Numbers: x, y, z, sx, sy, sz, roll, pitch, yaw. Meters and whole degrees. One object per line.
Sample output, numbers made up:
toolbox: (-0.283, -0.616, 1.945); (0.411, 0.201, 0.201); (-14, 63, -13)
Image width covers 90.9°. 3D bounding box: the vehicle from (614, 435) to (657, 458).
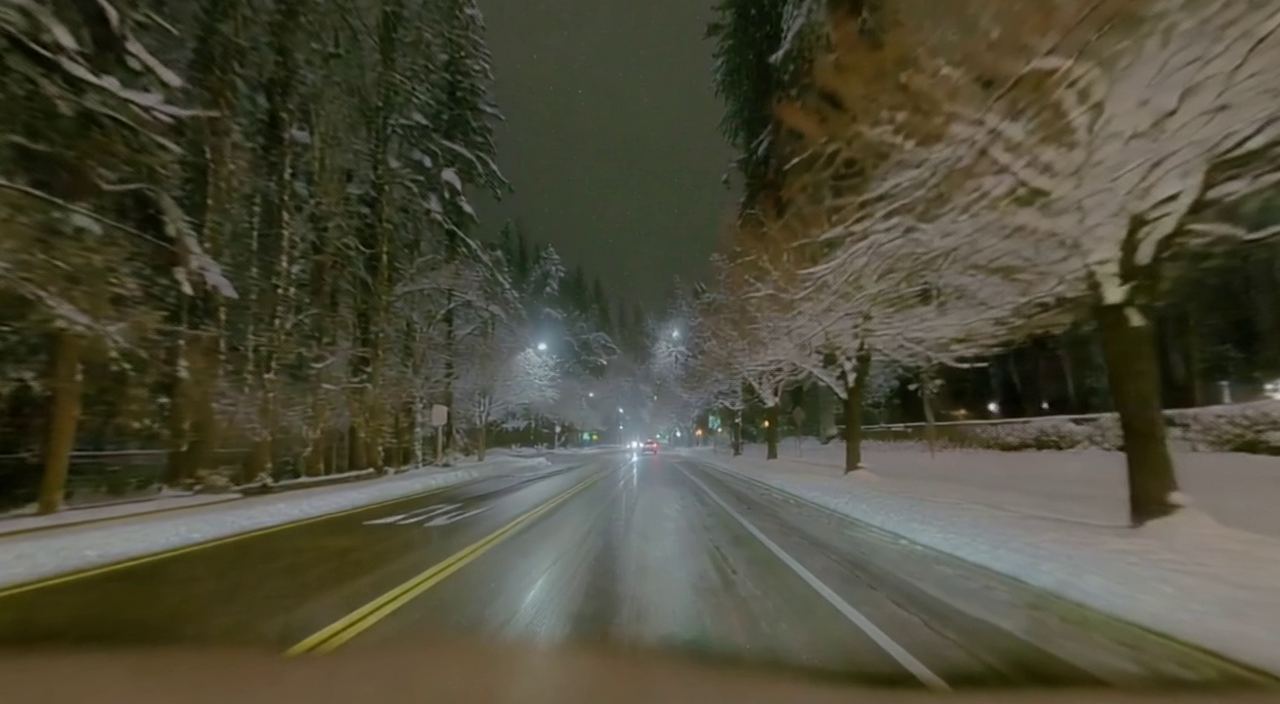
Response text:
vehicle: (-0.369, 6.562, 43.872); (1.861, 1.511, 4.237); (2, -9, -17)
